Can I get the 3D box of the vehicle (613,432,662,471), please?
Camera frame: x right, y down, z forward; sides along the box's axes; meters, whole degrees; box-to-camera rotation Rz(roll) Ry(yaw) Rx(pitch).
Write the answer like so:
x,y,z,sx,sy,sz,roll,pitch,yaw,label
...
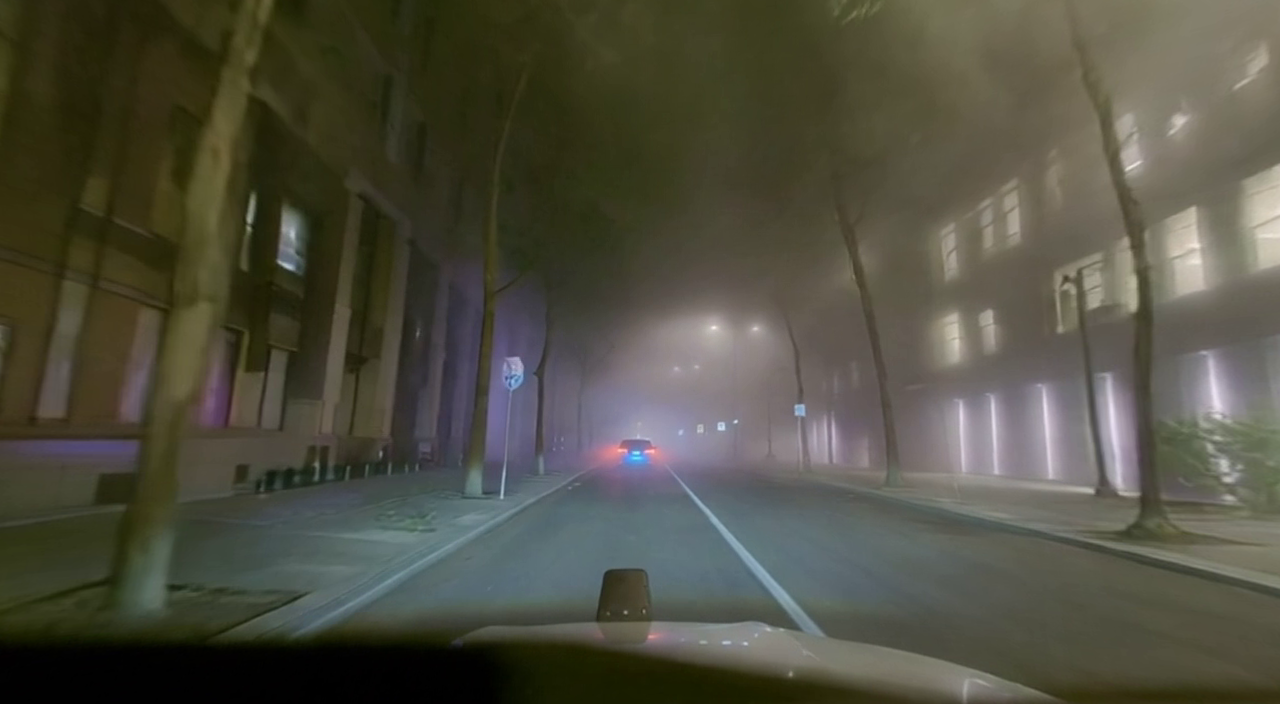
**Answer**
x,y,z,sx,sy,sz,roll,pitch,yaw,label
-0.111,4.517,28.761,2.079,1.621,3.861,0,-8,-1,vehicle
